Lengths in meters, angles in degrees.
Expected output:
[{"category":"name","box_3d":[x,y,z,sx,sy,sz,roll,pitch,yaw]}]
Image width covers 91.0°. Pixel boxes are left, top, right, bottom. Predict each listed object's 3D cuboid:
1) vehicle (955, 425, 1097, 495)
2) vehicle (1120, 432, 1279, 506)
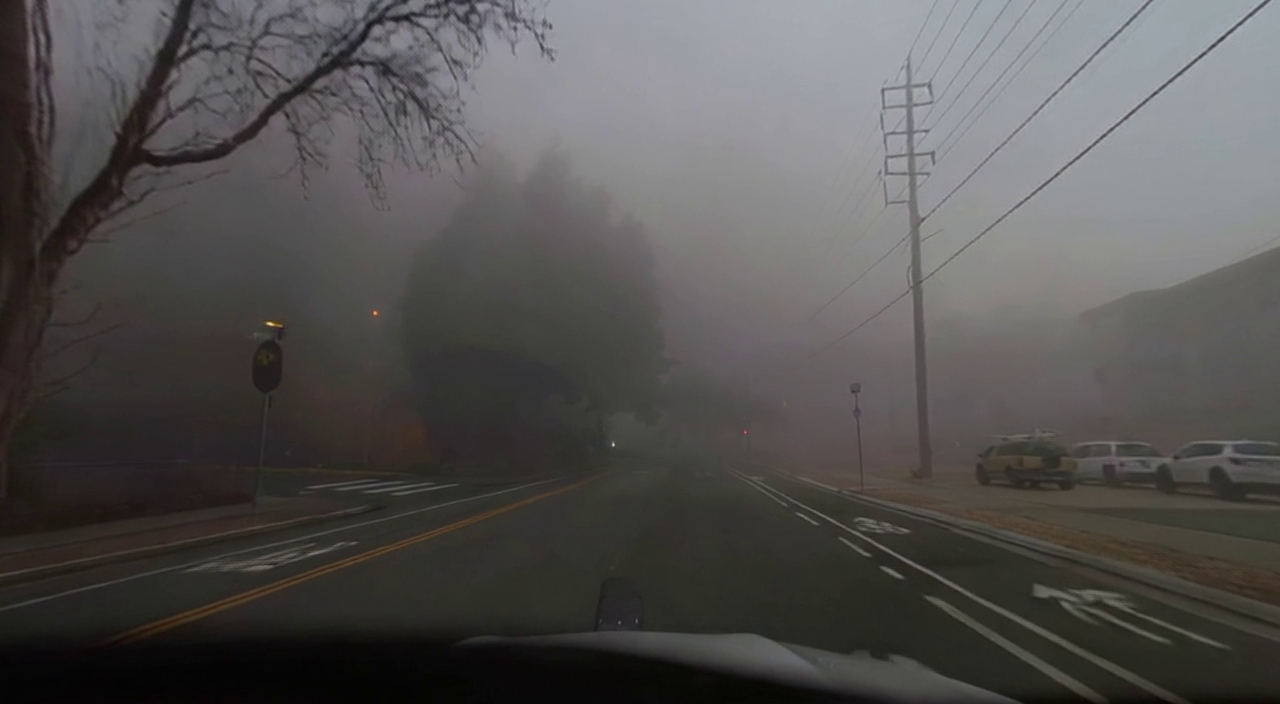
[{"category":"vehicle","box_3d":[12.321,3.465,20.543,1.912,1.953,4.651,0,-9,4]},{"category":"vehicle","box_3d":[15.354,3.024,16.673,1.935,1.683,4.669,0,-9,6]}]
